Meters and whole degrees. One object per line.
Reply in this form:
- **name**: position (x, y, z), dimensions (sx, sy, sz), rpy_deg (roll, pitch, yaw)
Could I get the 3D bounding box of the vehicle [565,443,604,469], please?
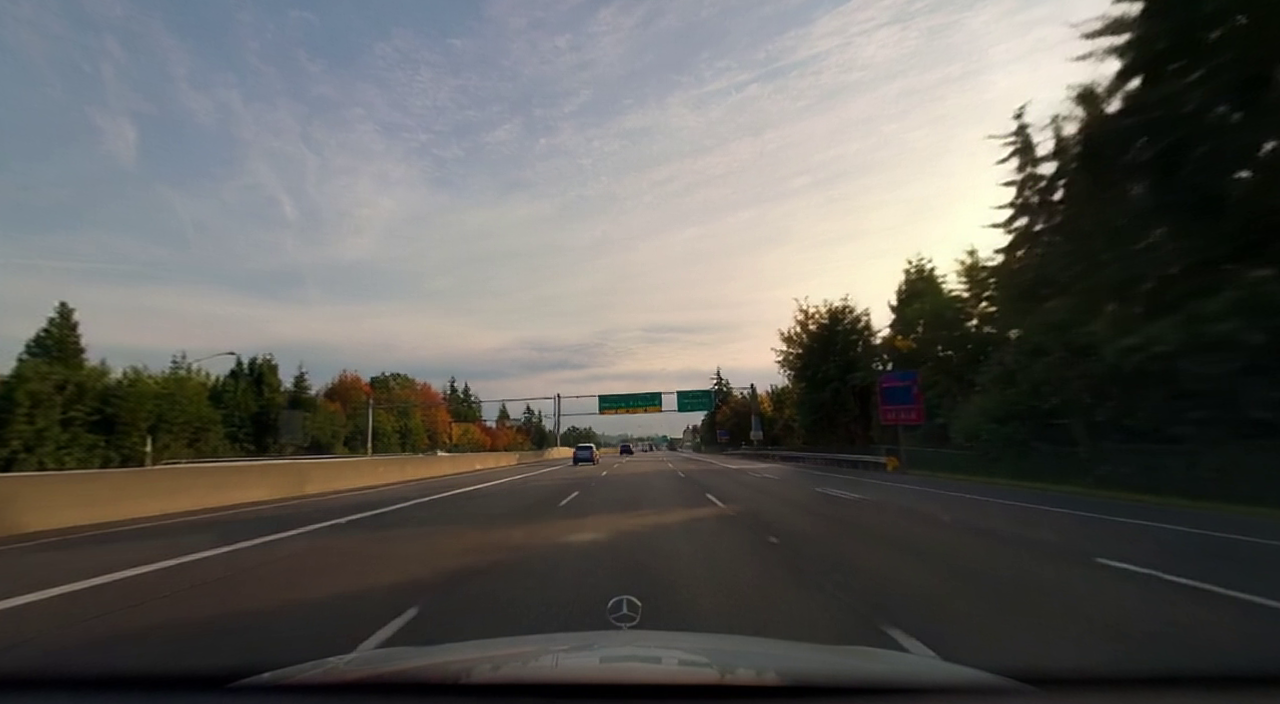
- **vehicle**: position (-3.360, 6.387, 38.931), dimensions (1.979, 1.521, 4.147), rpy_deg (0, -9, 1)
